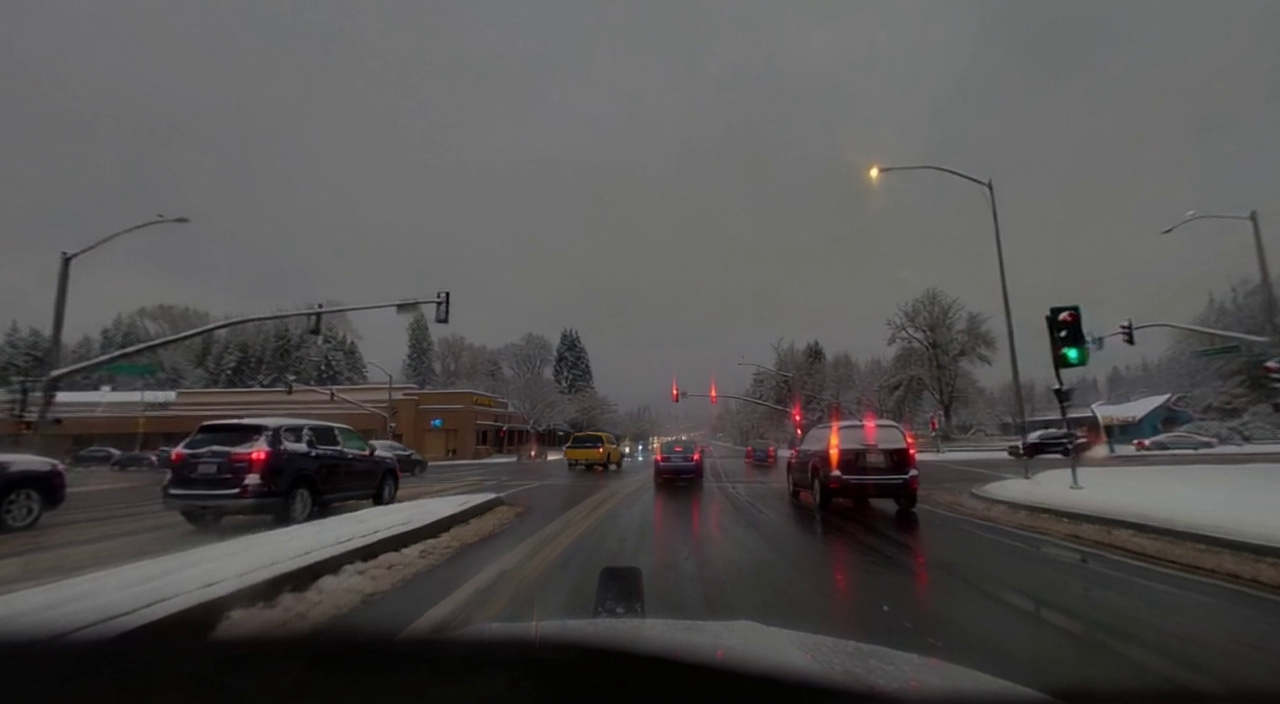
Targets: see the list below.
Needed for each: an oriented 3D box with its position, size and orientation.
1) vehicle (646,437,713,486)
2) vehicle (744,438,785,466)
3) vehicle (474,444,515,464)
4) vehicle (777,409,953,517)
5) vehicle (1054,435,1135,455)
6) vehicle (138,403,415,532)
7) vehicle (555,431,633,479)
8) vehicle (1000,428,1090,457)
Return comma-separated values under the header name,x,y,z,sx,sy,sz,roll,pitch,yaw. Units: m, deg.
name,x,y,z,sx,sy,sz,roll,pitch,yaw
vehicle,1.443,3.687,21.612,2.057,1.492,3.825,-1,-8,7
vehicle,7.253,5.836,37.196,2.149,1.532,4.168,-1,-8,9
vehicle,-10.800,7.492,46.624,1.918,1.443,4.612,4,-9,-26
vehicle,4.628,2.387,14.078,2.267,1.931,5.145,-1,-8,3
vehicle,34.483,7.067,48.029,4.517,1.491,1.858,-2,-8,10
vehicle,-6.251,2.048,11.762,2.127,1.888,4.637,-1,-8,4
vehicle,-1.728,4.142,25.648,2.088,1.746,4.650,-1,-8,10
vehicle,27.318,6.160,42.723,4.557,1.848,2.008,-2,-9,11
